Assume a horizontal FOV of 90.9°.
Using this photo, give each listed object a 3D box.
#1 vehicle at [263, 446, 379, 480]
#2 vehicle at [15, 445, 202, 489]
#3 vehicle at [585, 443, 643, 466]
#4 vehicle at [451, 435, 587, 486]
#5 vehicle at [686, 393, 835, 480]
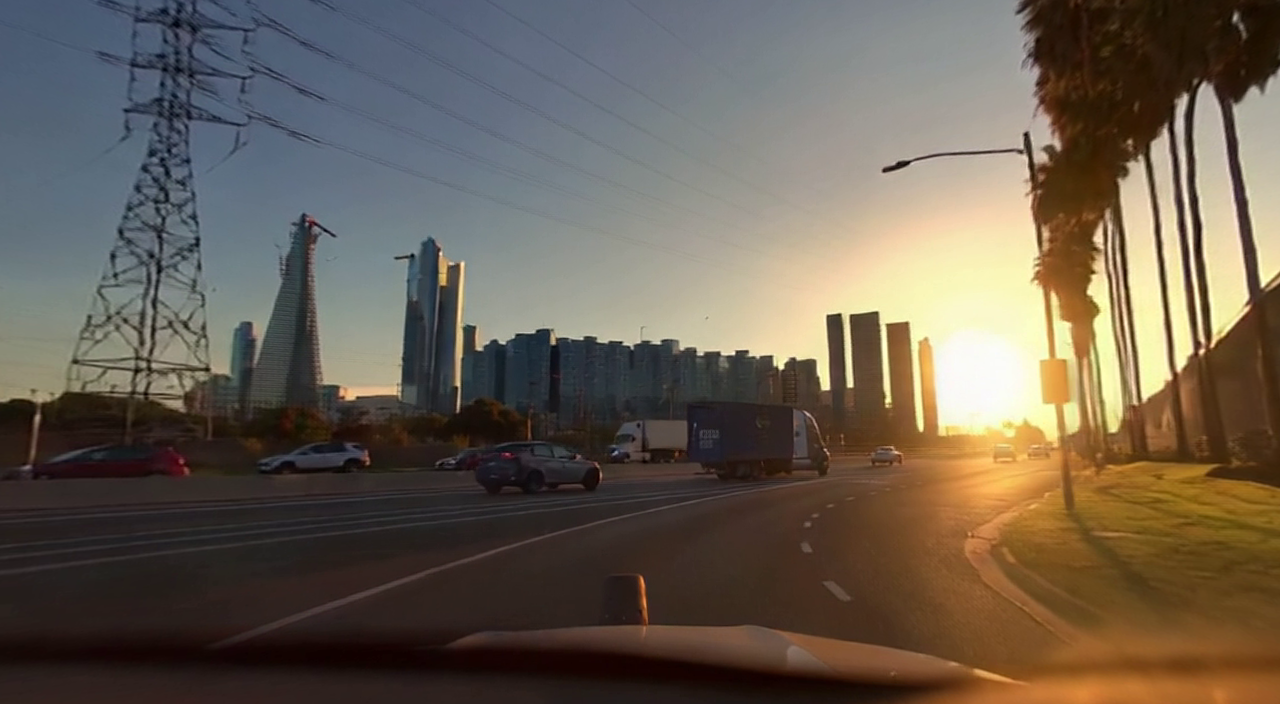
[{"bbox_3d":[-14.799,5.112,29.483,1.792,1.451,4.419,-7,-11,36],"label":"vehicle"},{"bbox_3d":[-19.321,4.145,23.177,1.738,1.403,4.855,-6,-11,35],"label":"vehicle"},{"bbox_3d":[-1.871,7.633,46.737,1.833,1.578,4.412,-7,-13,37],"label":"vehicle"},{"bbox_3d":[-5.097,4.670,27.597,2.266,1.950,5.866,-6,-11,36],"label":"vehicle"},{"bbox_3d":[6.932,4.642,34.070,2.903,3.933,11.567,-7,-11,37],"label":"vehicle"}]
